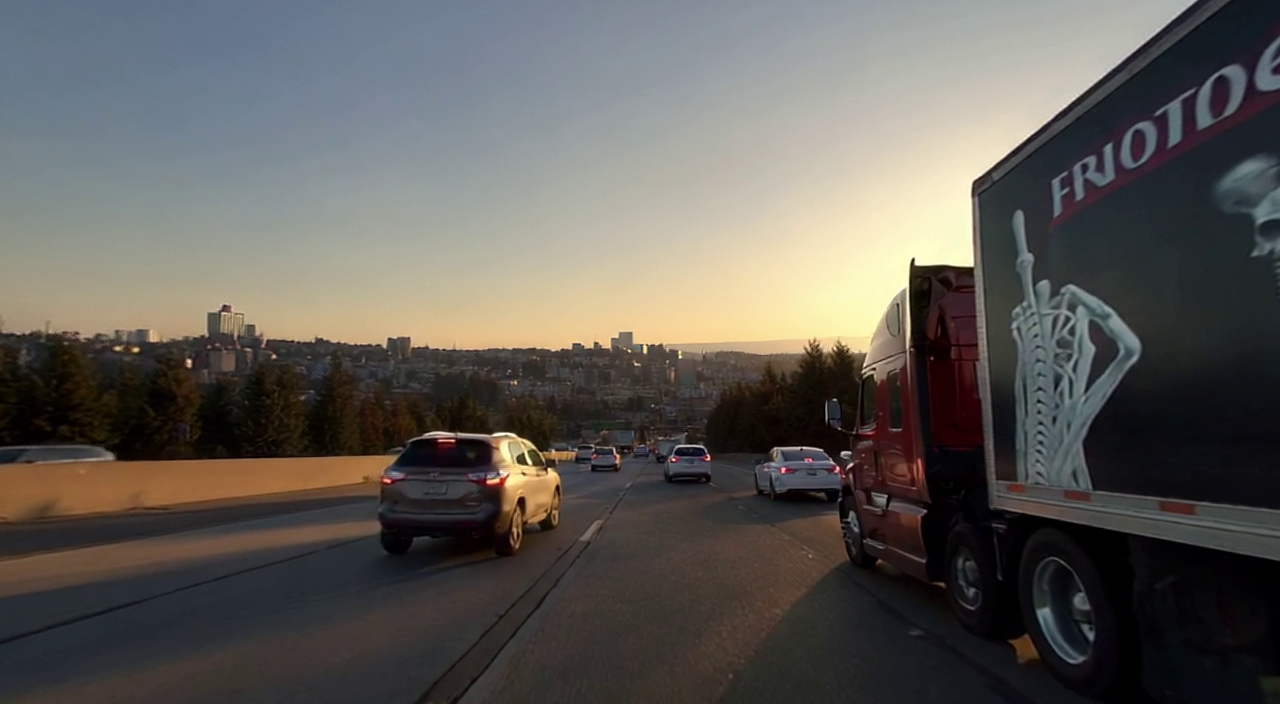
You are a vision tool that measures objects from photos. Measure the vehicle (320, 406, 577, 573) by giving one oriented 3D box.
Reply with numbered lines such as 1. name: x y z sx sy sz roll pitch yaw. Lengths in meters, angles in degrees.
1. vehicle: -2.341 1.860 9.314 2.153 1.805 4.631 -1 -9 3

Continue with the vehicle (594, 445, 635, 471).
1. vehicle: -1.458 6.254 37.563 2.036 1.441 4.253 -1 -8 2

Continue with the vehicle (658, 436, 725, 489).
1. vehicle: 1.776 3.984 23.123 2.156 1.701 4.494 -1 -8 2

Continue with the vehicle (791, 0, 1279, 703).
1. vehicle: 3.684 0.519 4.859 2.987 3.212 9.311 -1 -8 2
